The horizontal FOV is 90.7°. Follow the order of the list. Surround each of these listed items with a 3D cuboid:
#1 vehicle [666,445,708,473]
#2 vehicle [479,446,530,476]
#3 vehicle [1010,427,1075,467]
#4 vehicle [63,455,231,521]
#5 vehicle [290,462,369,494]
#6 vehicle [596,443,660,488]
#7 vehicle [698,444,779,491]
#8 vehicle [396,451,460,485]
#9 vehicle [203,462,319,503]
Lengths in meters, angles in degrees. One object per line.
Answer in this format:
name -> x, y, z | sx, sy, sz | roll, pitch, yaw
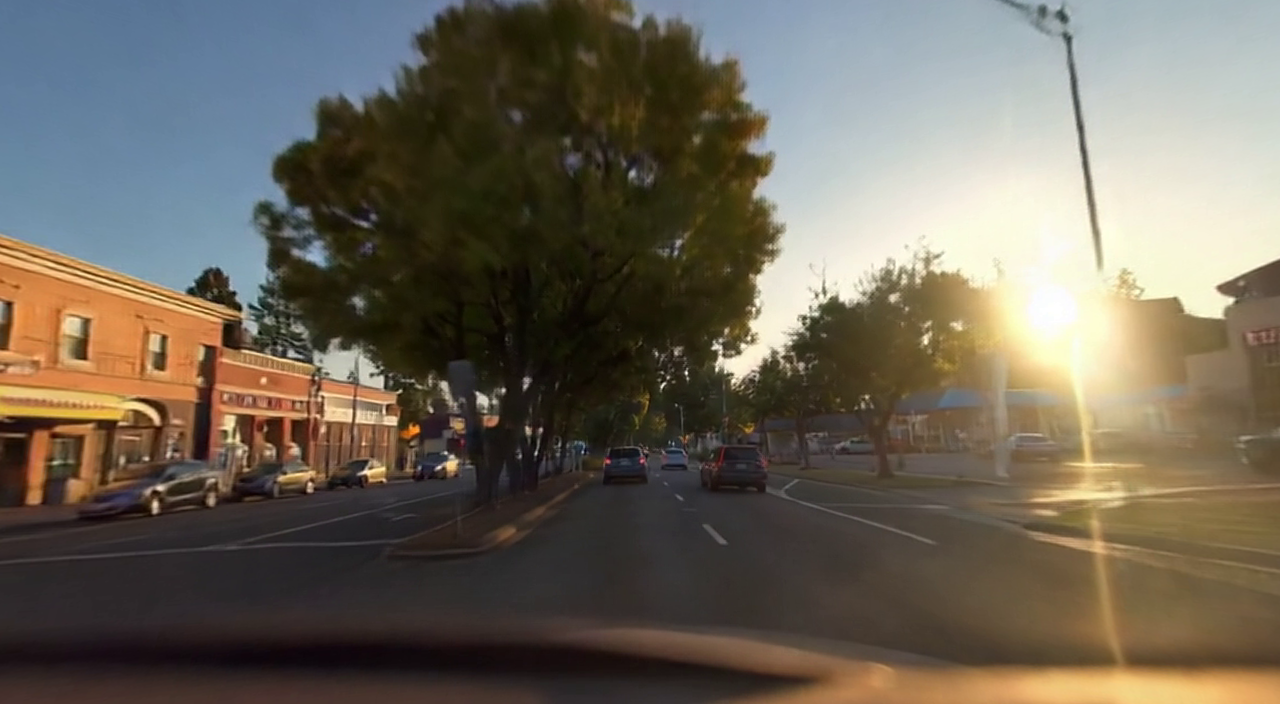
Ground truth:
vehicle -> 2.744, 6.397, 37.971 | 2.098, 1.527, 3.966 | 0, -9, -2
vehicle -> -8.544, 6.899, 40.206 | 2.273, 1.748, 4.379 | -1, -9, 0
vehicle -> 18.560, 4.422, 29.357 | 1.937, 1.691, 4.746 | -5, -10, 26
vehicle -> -15.603, 4.276, 20.410 | 1.979, 1.819, 4.308 | 0, -9, -2
vehicle -> -15.497, 6.288, 31.875 | 1.711, 1.351, 4.565 | -1, -9, -1
vehicle -> -0.460, 4.317, 24.390 | 2.232, 1.508, 4.319 | 0, -9, -1
vehicle -> 3.337, 3.999, 22.233 | 2.060, 1.471, 4.168 | 0, -9, -2
vehicle -> -11.260, 6.163, 33.961 | 1.997, 1.677, 4.327 | -1, -9, -1
vehicle -> -15.600, 5.361, 26.379 | 1.871, 1.452, 4.579 | -1, -9, 2
